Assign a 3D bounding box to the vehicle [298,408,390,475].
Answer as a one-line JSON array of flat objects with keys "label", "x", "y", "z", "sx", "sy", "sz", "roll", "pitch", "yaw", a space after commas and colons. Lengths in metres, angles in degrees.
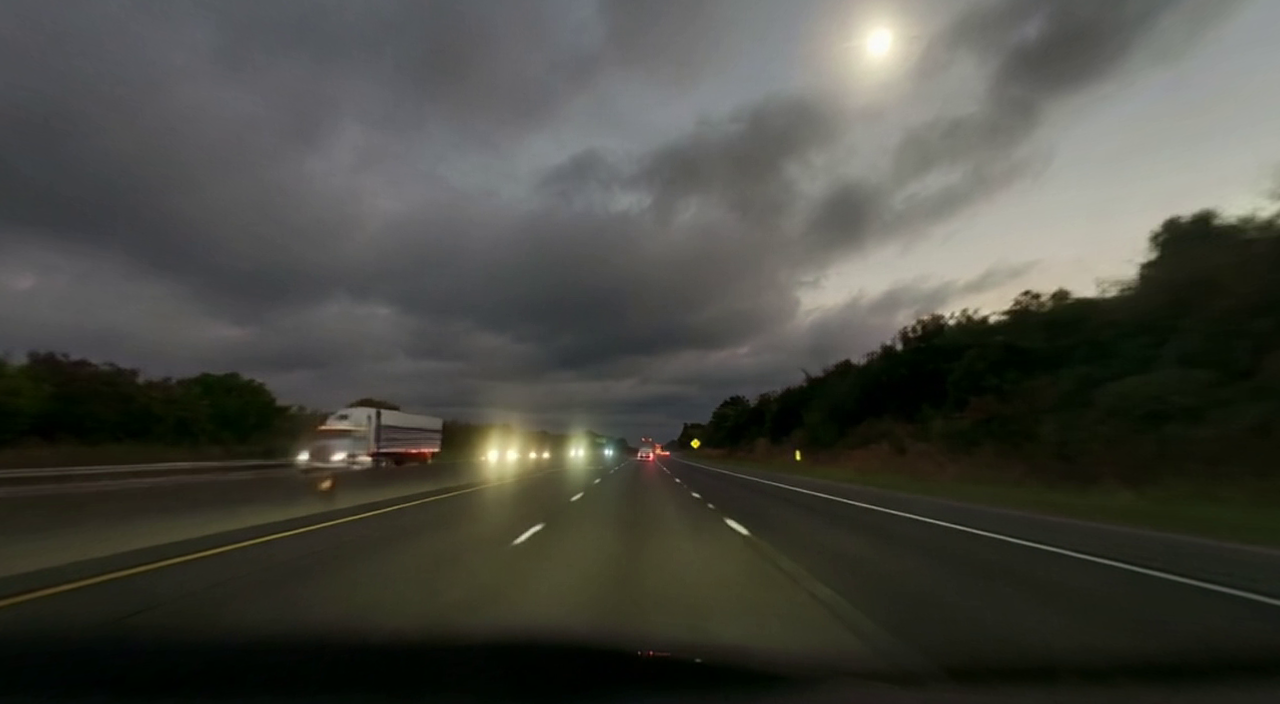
[{"label": "vehicle", "x": -19.009, "y": 5.826, "z": 40.950, "sx": 2.979, "sy": 4.014, "sz": 5.841, "roll": 0, "pitch": -9, "yaw": 1}]
